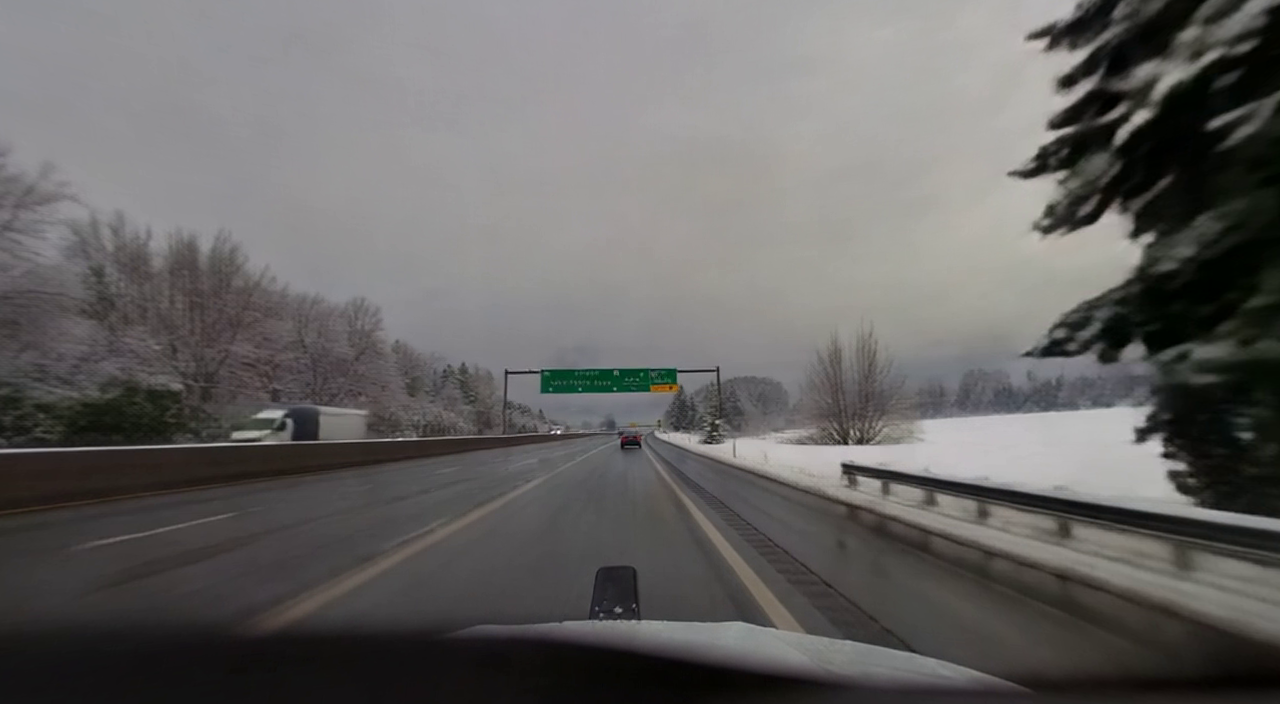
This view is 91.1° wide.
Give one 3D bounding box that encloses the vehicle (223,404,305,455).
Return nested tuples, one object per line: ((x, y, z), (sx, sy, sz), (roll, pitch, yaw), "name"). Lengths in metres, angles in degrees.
((-24.536, 5.089, 41.235), (2.875, 3.132, 3.793), (0, -8, -1), "vehicle")

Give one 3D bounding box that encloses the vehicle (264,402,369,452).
((-24.652, 5.873, 48.717), (2.715, 3.424, 10.329), (0, -8, 0), "vehicle")
